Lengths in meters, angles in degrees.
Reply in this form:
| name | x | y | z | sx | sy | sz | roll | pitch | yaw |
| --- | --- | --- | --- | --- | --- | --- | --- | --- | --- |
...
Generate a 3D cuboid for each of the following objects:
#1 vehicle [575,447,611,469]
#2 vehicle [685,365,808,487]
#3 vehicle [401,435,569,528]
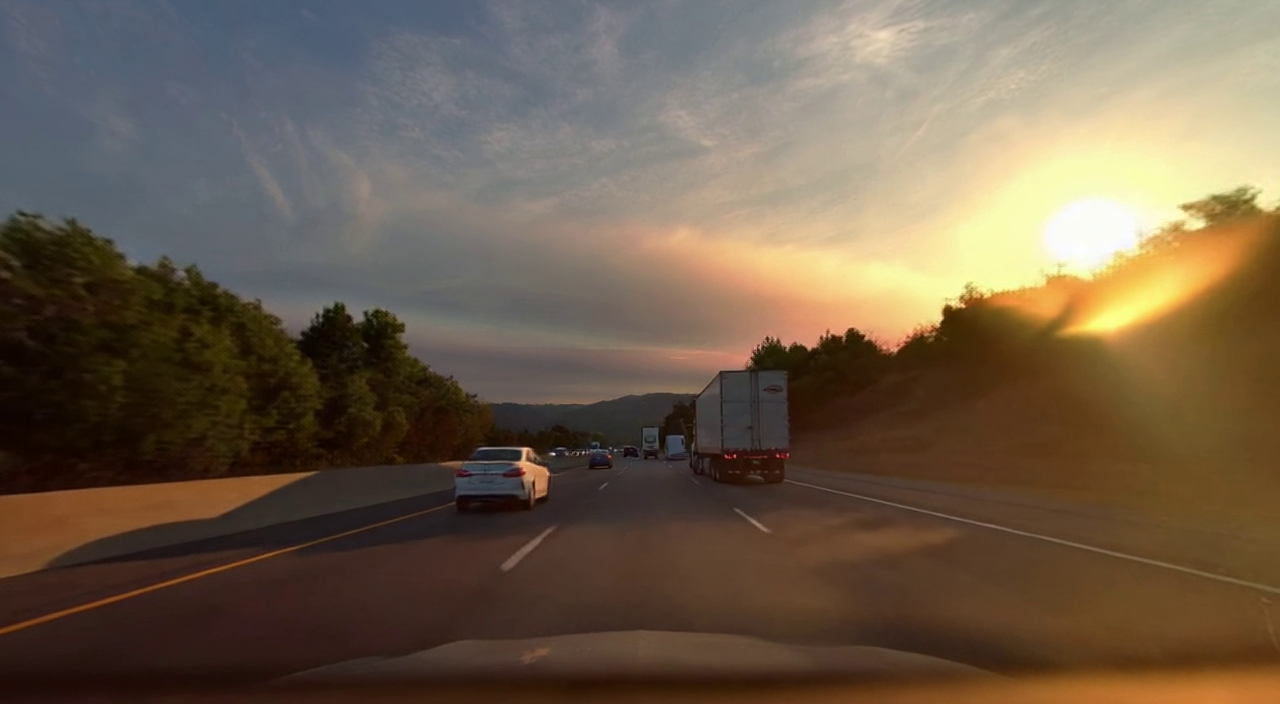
| name | x | y | z | sx | sy | sz | roll | pitch | yaw |
| --- | --- | --- | --- | --- | --- | --- | --- | --- | --- |
| vehicle | -3.263 | 7.457 | 44.480 | 2.121 | 1.445 | 4.651 | 0 | -9 | 1 |
| vehicle | 4.087 | 3.597 | 28.433 | 2.974 | 4.083 | 14.389 | 0 | -9 | 0 |
| vehicle | -2.863 | 2.548 | 13.045 | 2.104 | 1.526 | 4.940 | 0 | -9 | 2 |
